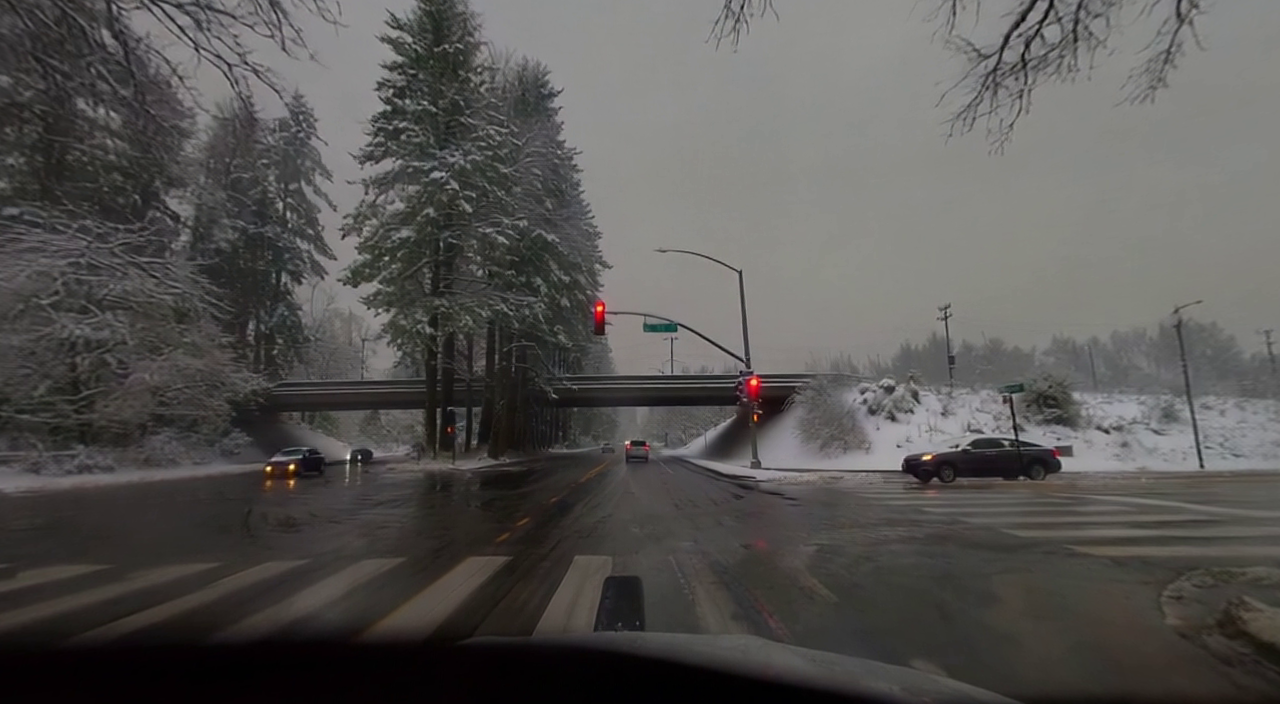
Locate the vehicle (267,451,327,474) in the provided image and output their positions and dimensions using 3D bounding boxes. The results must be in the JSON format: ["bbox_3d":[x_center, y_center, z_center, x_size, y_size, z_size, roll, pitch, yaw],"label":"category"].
[{"bbox_3d":[-24.010,7.725,44.446,1.834,1.482,4.310,0,-9,-1],"label":"vehicle"}]

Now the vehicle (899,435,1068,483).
[{"bbox_3d":[11.359,3.536,21.063,4.691,1.466,1.800,1,-9,-7],"label":"vehicle"}]
